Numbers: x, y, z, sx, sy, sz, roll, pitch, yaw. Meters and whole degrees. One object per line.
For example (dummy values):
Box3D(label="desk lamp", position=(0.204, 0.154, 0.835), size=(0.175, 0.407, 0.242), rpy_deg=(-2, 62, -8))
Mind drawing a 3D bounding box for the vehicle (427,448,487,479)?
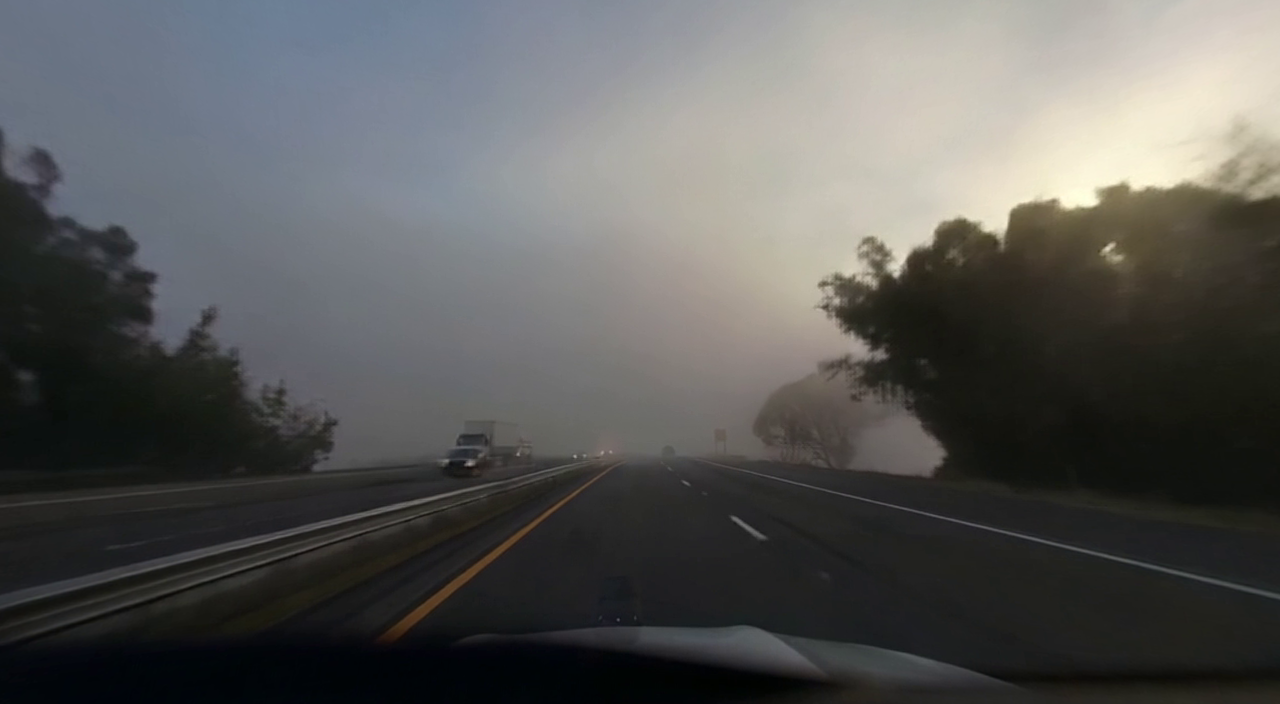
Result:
Box3D(label="vehicle", position=(-9.481, 5.782, 32.814), size=(1.851, 1.472, 3.982), rpy_deg=(-1, -9, 1))
